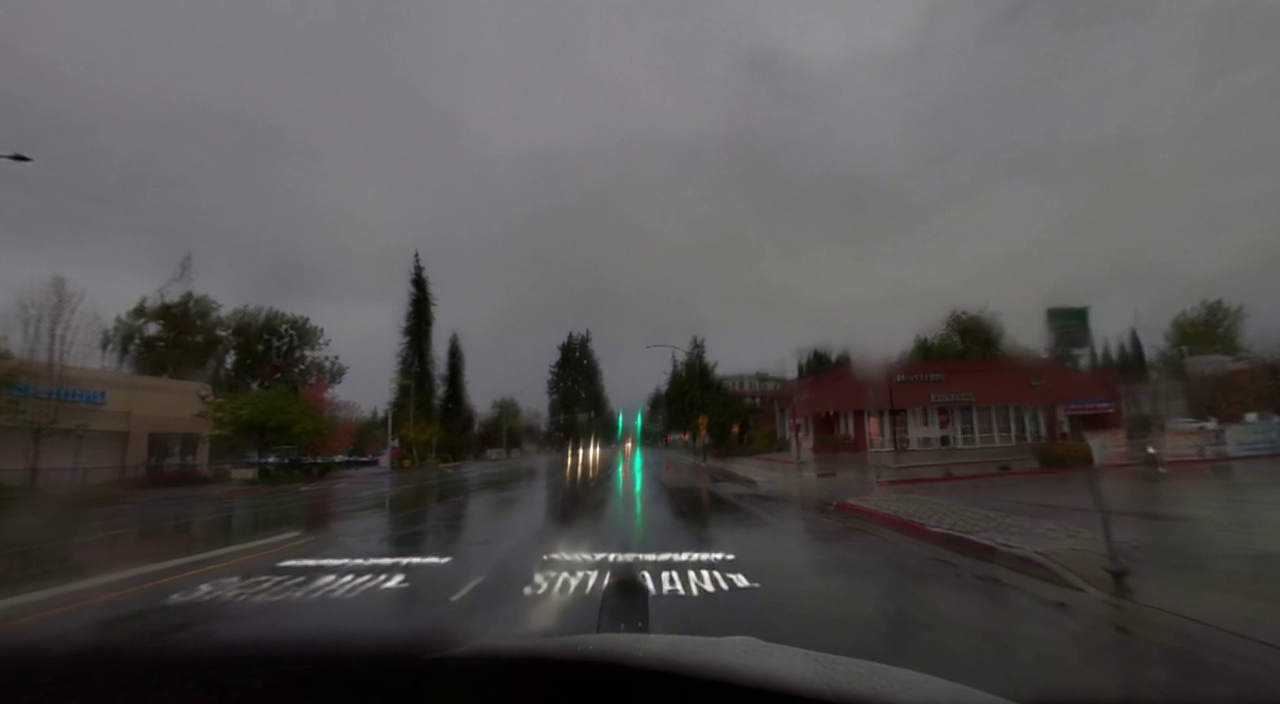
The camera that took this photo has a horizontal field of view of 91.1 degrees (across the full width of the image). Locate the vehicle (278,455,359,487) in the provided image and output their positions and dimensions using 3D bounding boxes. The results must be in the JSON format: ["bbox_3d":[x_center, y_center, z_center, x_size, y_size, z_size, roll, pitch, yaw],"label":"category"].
[{"bbox_3d":[-17.434,6.432,34.327,1.861,1.541,4.530,0,-9,3],"label":"vehicle"}]
